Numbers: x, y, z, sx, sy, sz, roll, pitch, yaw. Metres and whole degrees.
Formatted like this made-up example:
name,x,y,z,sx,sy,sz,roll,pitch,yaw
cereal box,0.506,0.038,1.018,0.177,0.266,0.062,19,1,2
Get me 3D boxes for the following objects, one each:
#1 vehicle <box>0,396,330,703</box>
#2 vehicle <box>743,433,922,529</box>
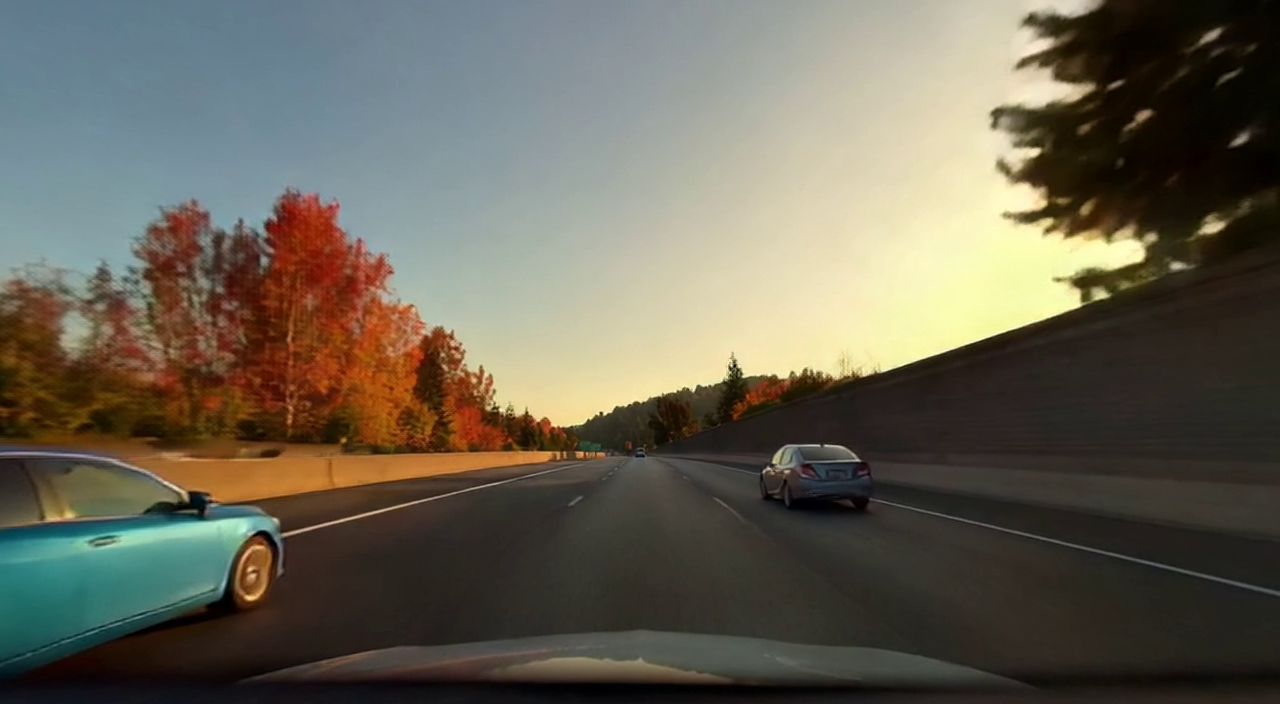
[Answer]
name,x,y,z,sx,sy,sz,roll,pitch,yaw
vehicle,-3.944,1.103,3.664,2.010,1.550,4.376,0,-9,0
vehicle,3.600,2.517,12.911,2.146,1.573,4.661,0,-9,-1
